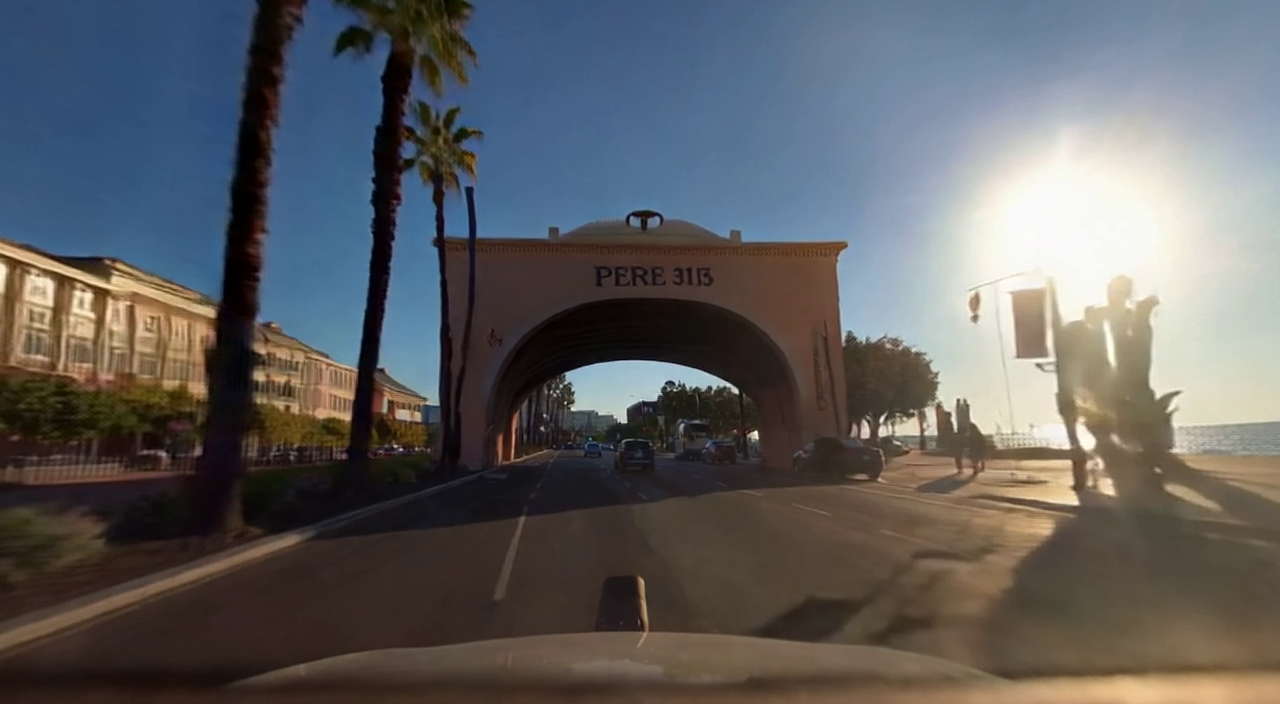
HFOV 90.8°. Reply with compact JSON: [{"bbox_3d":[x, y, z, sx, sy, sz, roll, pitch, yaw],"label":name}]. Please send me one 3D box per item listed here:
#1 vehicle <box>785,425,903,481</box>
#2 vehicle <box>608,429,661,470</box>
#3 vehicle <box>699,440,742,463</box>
[{"bbox_3d":[8.189,4.147,26.138,2.417,2.030,5.711,1,-9,-7],"label":"vehicle"},{"bbox_3d":[-0.447,5.386,34.960,2.284,2.010,6.670,1,-9,-6],"label":"vehicle"},{"bbox_3d":[5.721,7.141,45.407,2.015,1.486,4.501,1,-9,-6],"label":"vehicle"}]
